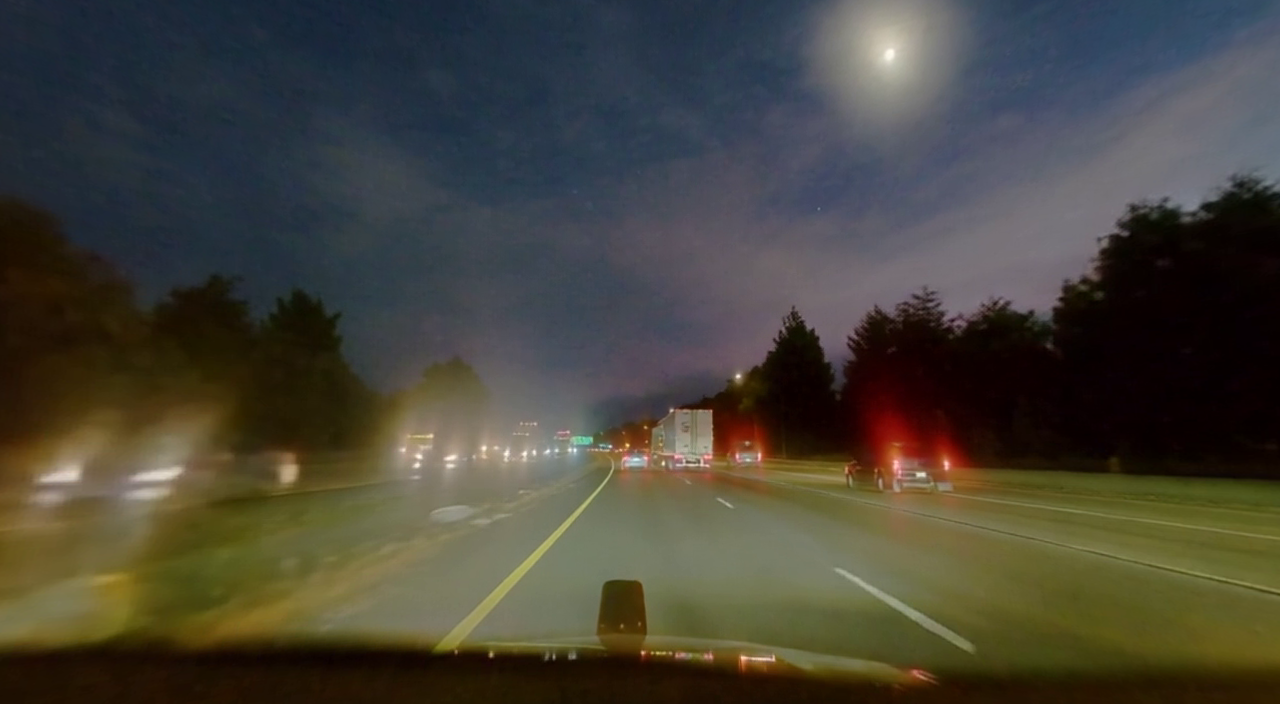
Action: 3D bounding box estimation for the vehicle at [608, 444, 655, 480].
[{"bbox_3d":[-0.447,5.277,30.347,2.111,1.599,3.859,0,-9,-1],"label":"vehicle"}]

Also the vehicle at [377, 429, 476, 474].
[{"bbox_3d":[-7.610,3.611,22.937,2.183,1.457,3.987,0,-9,0],"label":"vehicle"}]

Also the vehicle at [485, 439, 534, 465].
[{"bbox_3d":[-7.660,5.976,37.511,2.013,1.439,4.317,0,-9,0],"label":"vehicle"}]

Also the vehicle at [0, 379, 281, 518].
[{"bbox_3d":[-7.199,1.345,8.809,1.928,1.473,4.170,0,-9,-1],"label":"vehicle"}]

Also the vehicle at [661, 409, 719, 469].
[{"bbox_3d":[3.570,6.785,48.464,2.931,4.009,12.800,0,-9,-2],"label":"vehicle"}]
